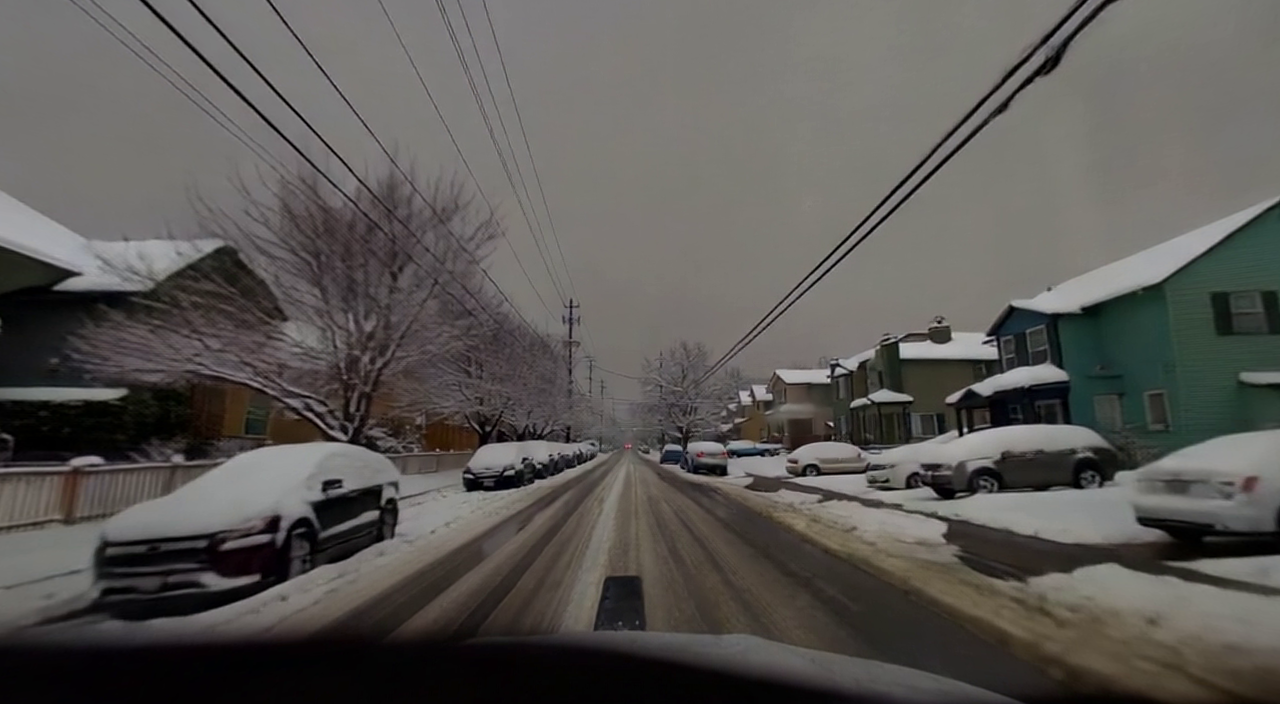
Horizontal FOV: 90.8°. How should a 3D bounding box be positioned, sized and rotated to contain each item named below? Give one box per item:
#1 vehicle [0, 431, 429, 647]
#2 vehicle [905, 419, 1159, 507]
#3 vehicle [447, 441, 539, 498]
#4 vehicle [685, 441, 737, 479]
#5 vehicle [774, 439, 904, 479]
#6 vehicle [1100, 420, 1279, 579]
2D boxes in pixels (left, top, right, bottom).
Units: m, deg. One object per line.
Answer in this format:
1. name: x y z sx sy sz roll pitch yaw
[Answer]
1. vehicle: -4.062 1.636 6.748 1.925 1.463 4.700 0 -8 1
2. vehicle: 8.764 2.498 14.415 4.512 1.841 1.912 1 -8 -4
3. vehicle: -4.255 3.453 19.018 1.745 1.490 4.304 0 -8 0
4. vehicle: 3.186 4.933 29.094 1.916 1.587 3.986 0 -8 0
5. vehicle: 7.689 4.179 24.757 4.480 1.497 1.884 0 -8 1
6. vehicle: 8.203 1.561 7.143 4.594 1.512 1.824 0 -8 -2
